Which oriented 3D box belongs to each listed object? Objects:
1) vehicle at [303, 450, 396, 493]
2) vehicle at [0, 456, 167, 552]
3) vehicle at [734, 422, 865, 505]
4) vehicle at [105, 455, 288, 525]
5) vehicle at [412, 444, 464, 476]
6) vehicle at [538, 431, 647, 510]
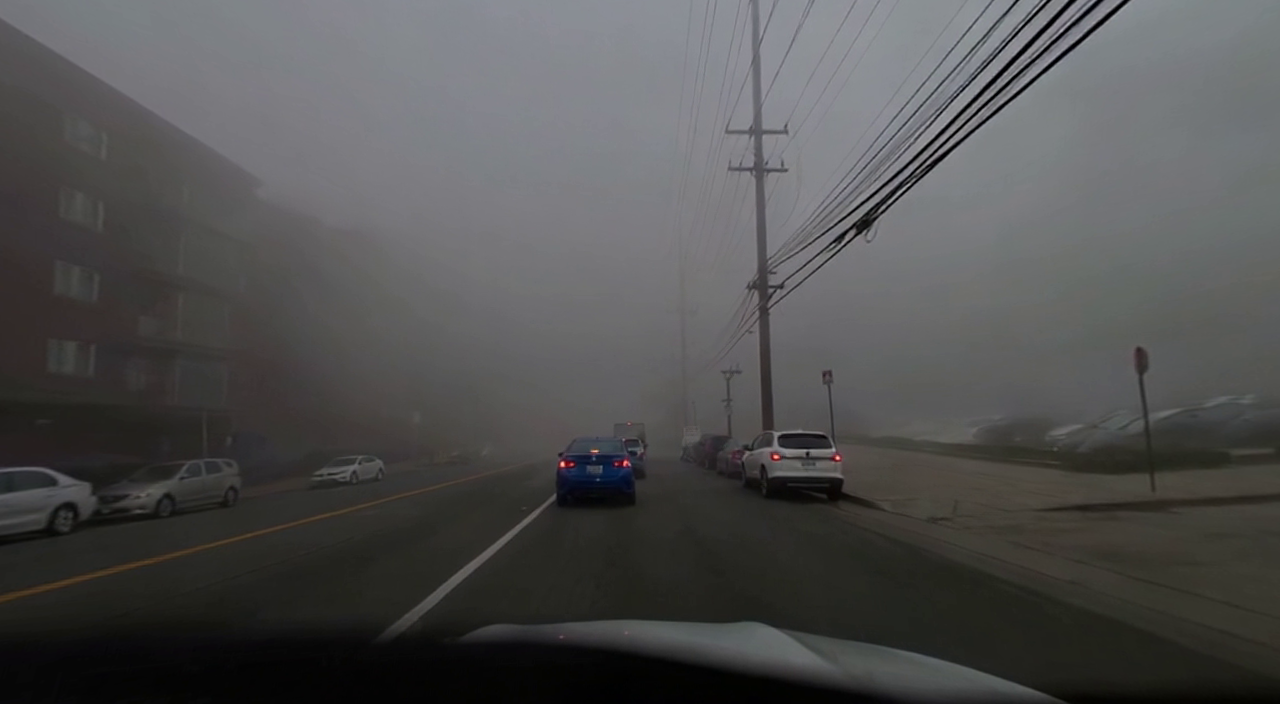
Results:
[{"bbox_3d":[-12.138,4.963,26.725,1.868,1.491,4.367,-4,-8,0],"label":"vehicle"},{"bbox_3d":[-12.009,2.867,11.863,2.242,1.534,5.414,-4,-8,-2],"label":"vehicle"},{"bbox_3d":[3.658,2.646,15.423,1.967,1.721,4.410,0,-8,-1],"label":"vehicle"},{"bbox_3d":[-12.070,3.724,17.704,1.850,1.487,4.711,-4,-8,-2],"label":"vehicle"},{"bbox_3d":[-12.266,6.551,38.634,2.011,1.687,4.079,-3,-8,-2],"label":"vehicle"},{"bbox_3d":[-0.906,2.563,14.154,2.019,1.453,4.603,0,-8,0],"label":"vehicle"}]
